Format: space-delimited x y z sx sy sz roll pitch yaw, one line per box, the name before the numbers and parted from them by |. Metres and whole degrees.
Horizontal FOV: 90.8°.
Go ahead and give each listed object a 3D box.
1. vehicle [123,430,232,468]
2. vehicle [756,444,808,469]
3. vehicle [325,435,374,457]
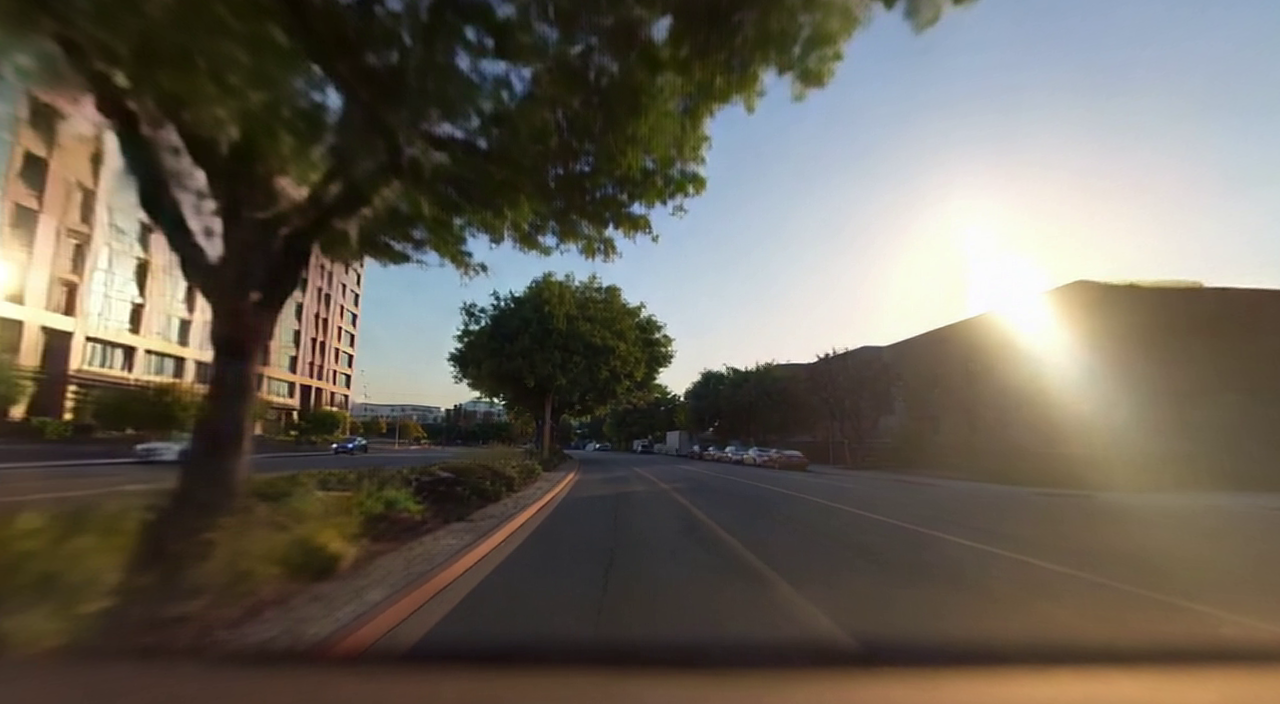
vehicle | -19.416 4.097 26.779 1.822 1.453 4.053 1 -9 -5
vehicle | 8.967 6.639 40.295 1.907 1.524 4.381 1 -9 -6
vehicle | -21.288 6.895 46.462 1.938 1.524 4.107 1 -9 -5
